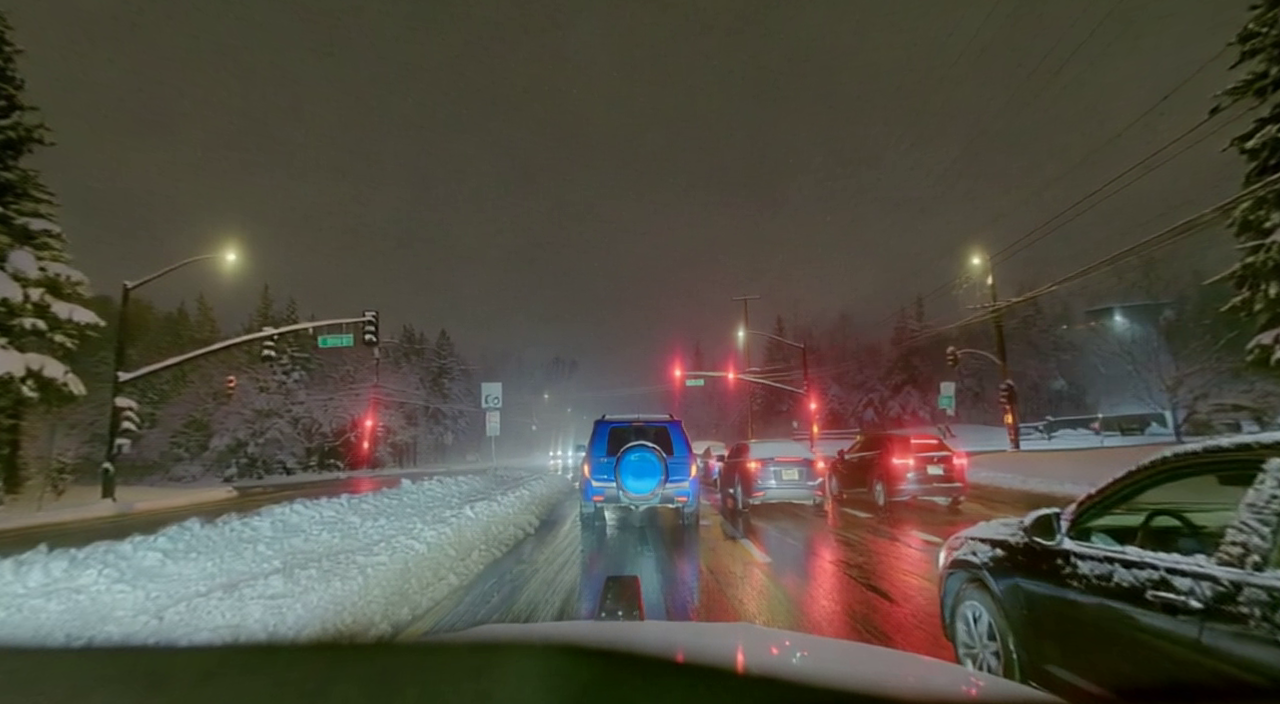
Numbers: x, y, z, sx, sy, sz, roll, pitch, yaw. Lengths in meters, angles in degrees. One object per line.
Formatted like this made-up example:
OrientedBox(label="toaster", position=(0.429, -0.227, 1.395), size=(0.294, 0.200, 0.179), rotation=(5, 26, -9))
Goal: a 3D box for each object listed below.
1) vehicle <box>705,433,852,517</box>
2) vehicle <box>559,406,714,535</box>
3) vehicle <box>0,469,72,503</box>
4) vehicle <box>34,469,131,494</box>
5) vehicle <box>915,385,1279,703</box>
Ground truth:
OrientedBox(label="vehicle", position=(2.707, 2.521, 13.490), size=(2.025, 1.477, 4.333), rotation=(0, -8, -2))
OrientedBox(label="vehicle", position=(-0.090, 2.081, 11.663), size=(2.236, 1.856, 4.816), rotation=(0, -8, -1))
OrientedBox(label="vehicle", position=(-33.367, 7.090, 33.474), size=(4.550, 1.601, 1.766), rotation=(1, -8, -7))
OrientedBox(label="vehicle", position=(-38.158, 8.841, 43.317), size=(4.569, 1.505, 1.992), rotation=(1, -9, -5))
OrientedBox(label="vehicle", position=(2.751, 0.830, 1.774), size=(2.004, 1.460, 4.297), rotation=(0, -8, 0))
